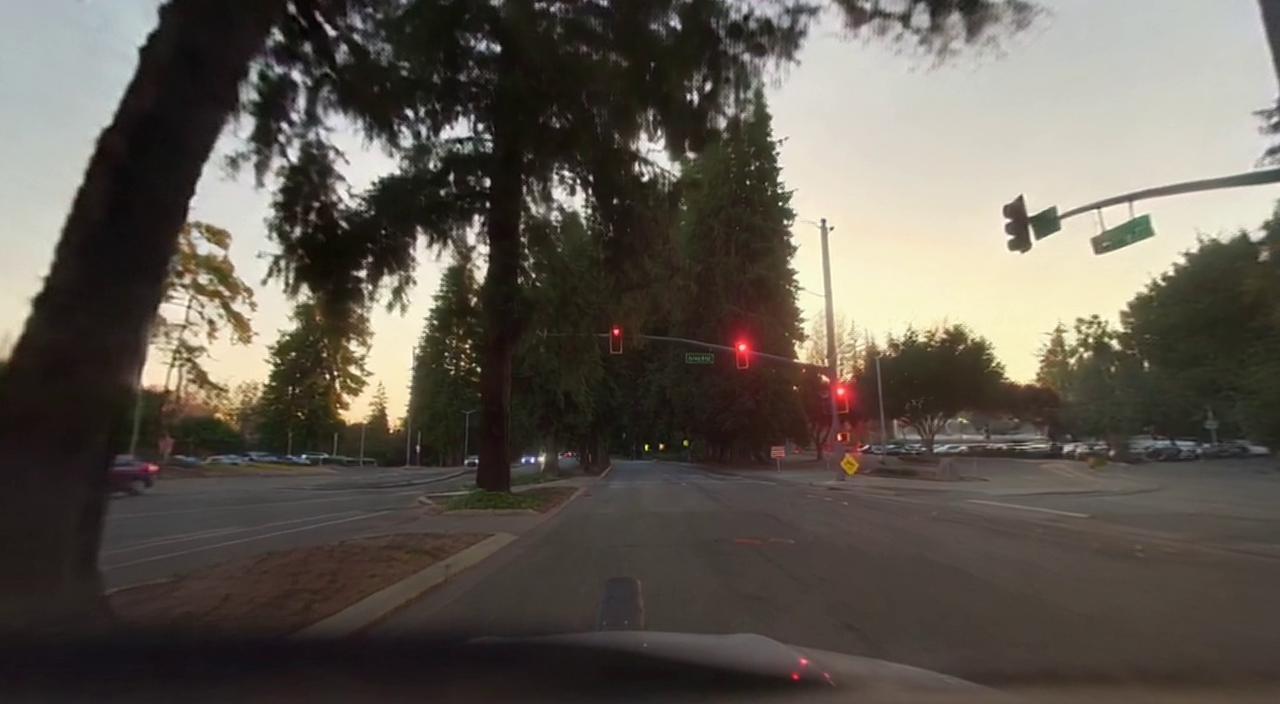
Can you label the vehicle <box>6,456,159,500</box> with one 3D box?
[{"bbox_3d":[-21.374,4.802,24.439,1.965,1.475,4.269,0,-8,1],"label":"vehicle"}]
